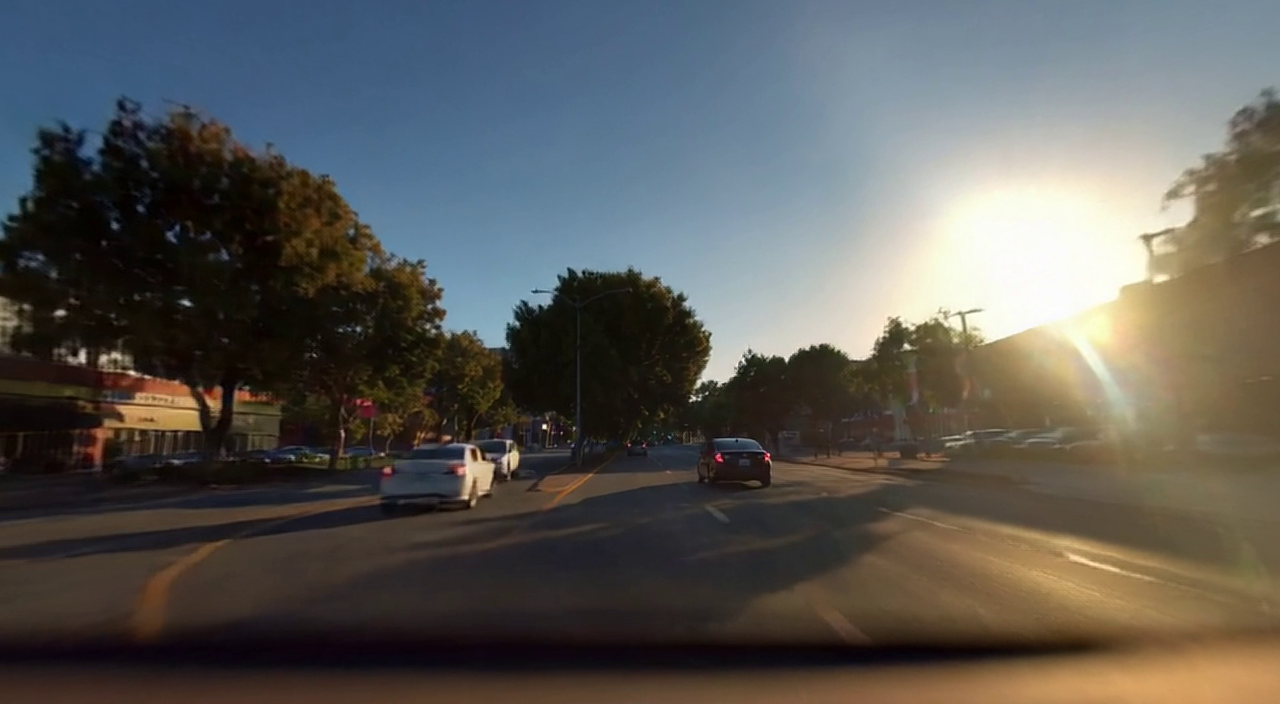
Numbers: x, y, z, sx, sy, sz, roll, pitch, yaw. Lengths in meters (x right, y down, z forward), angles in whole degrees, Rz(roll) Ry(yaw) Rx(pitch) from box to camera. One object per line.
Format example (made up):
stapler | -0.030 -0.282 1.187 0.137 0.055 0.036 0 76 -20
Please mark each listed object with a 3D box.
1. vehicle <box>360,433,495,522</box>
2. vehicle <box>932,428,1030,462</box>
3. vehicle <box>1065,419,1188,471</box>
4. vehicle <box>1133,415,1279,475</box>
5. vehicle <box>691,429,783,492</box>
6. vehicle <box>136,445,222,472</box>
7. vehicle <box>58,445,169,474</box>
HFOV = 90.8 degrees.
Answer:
vehicle | -4.214 2.549 13.255 1.905 1.471 4.302 -1 -9 -8
vehicle | 17.528 4.768 32.430 4.591 1.645 1.914 4 -9 -24
vehicle | 17.765 3.390 23.070 4.074 1.706 1.972 5 -10 -29
vehicle | 18.190 2.943 20.090 4.446 1.692 2.184 4 -9 -28
vehicle | 2.790 3.242 19.188 1.963 1.677 4.229 0 -8 -2
vehicle | -30.080 6.963 41.341 3.990 1.569 2.071 -1 -9 -2
vehicle | -29.733 6.044 35.769 4.500 1.559 2.001 0 -8 1
